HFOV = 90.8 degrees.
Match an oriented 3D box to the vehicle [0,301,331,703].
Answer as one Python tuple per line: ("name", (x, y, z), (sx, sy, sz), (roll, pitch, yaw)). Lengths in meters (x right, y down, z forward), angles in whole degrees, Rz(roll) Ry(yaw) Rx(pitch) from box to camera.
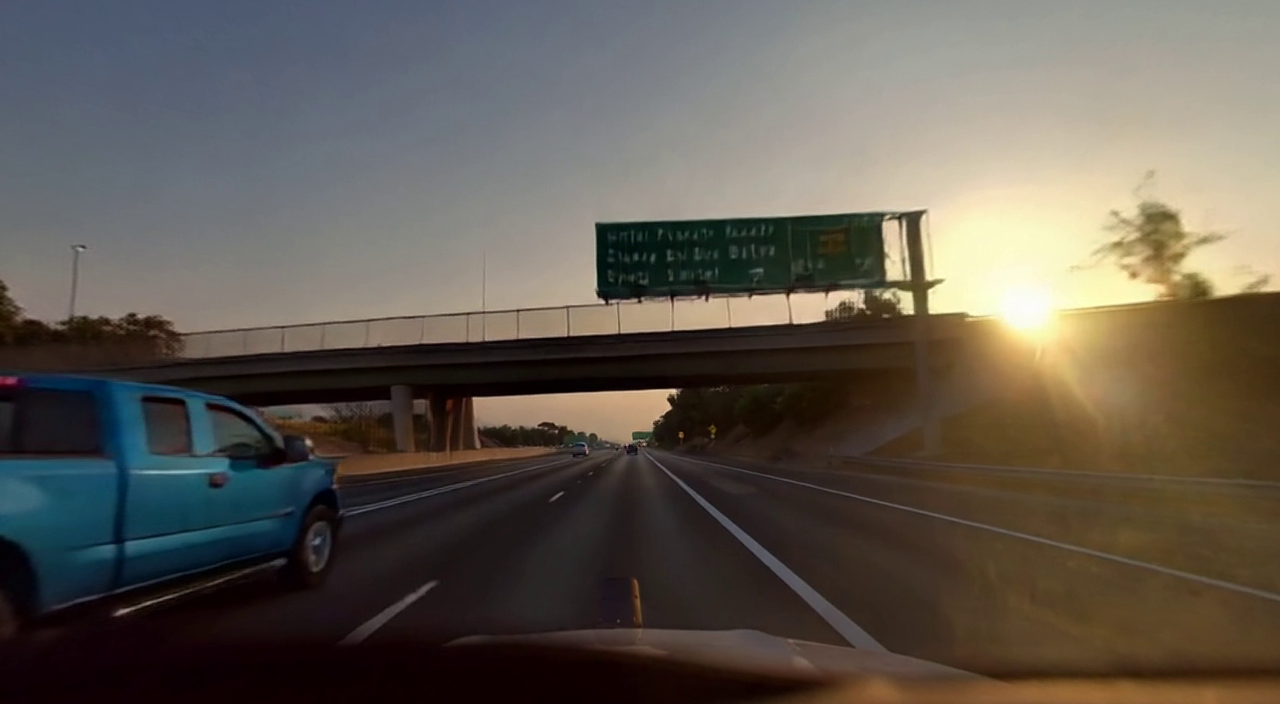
("vehicle", (-4.282, 0.790, 3.096), (2.529, 2.003, 5.904), (0, -8, 0))
